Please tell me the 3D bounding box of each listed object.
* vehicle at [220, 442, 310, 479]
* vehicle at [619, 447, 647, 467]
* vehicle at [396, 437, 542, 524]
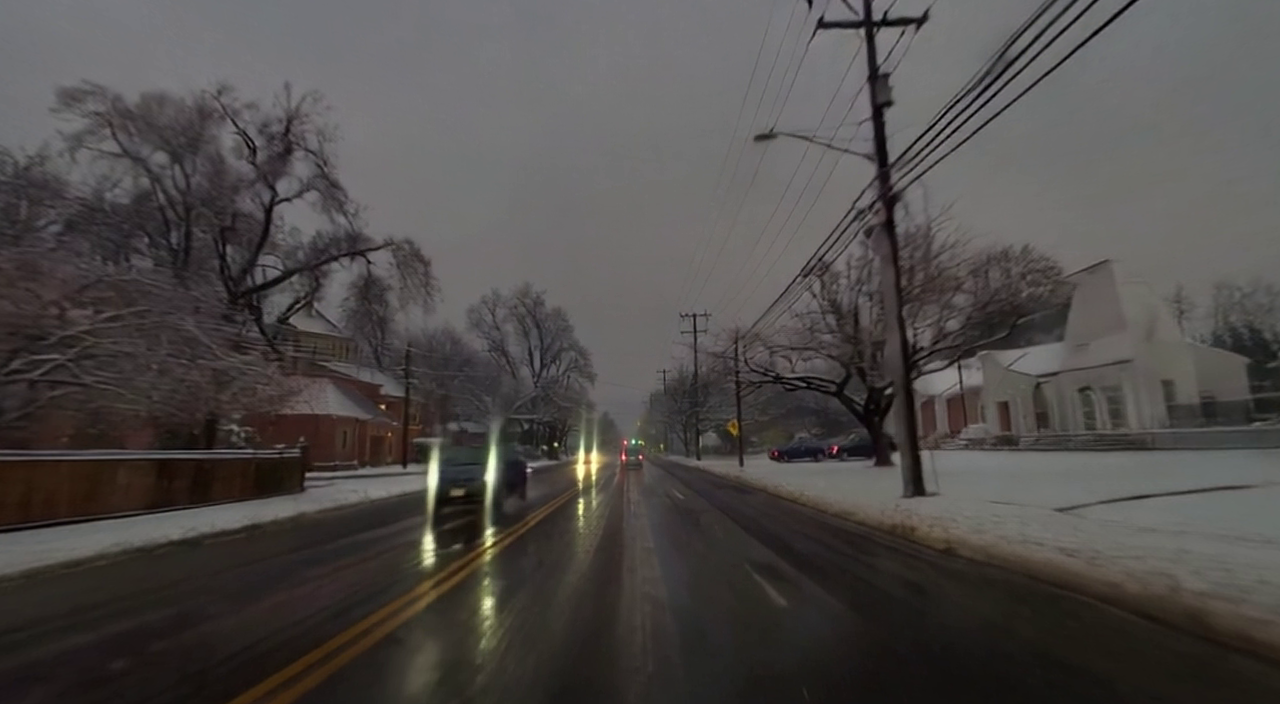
[{"bbox_3d":[-20.040,5.752,33.594,4.611,1.837,2.140,-5,-10,32],"label":"vehicle"},{"bbox_3d":[-0.544,8.059,48.447,2.093,1.497,4.010,0,-8,-1],"label":"vehicle"},{"bbox_3d":[-3.601,2.782,14.236,2.017,1.634,4.479,0,-8,0],"label":"vehicle"}]
